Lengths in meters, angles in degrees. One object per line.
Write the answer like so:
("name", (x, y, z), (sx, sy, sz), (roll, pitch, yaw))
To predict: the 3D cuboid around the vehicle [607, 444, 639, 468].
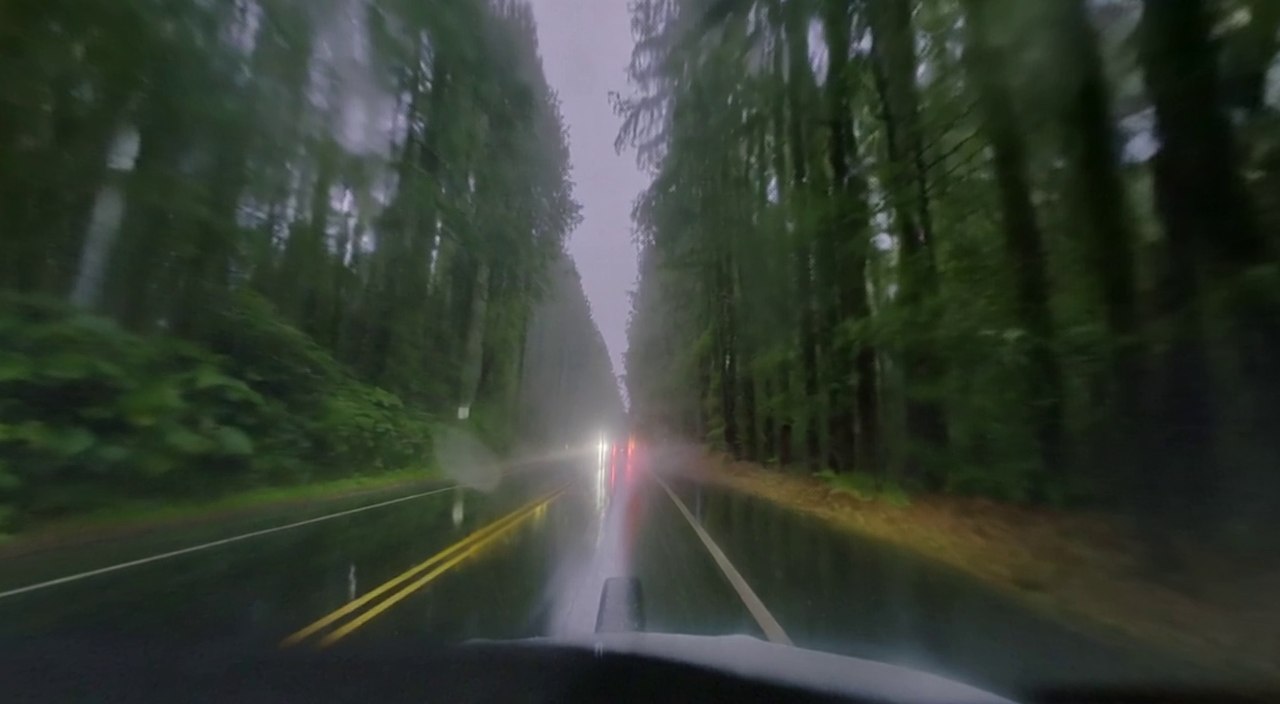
("vehicle", (-1.136, 6.834, 41.708), (2.042, 1.489, 3.963), (0, -9, -2))
